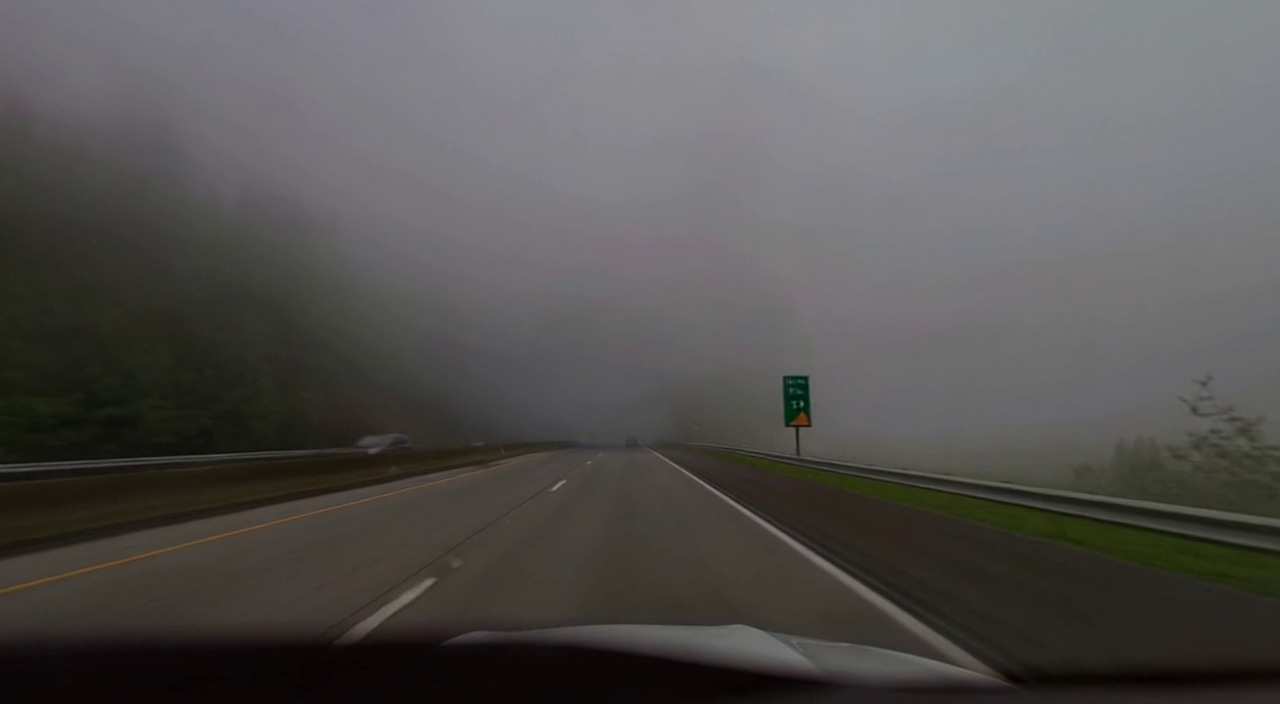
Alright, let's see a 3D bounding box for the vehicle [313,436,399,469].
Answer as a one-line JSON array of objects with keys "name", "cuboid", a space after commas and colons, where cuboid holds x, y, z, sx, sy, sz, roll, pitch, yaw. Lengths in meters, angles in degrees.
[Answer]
[{"name": "vehicle", "cuboid": [-13.306, 4.710, 29.873, 1.967, 1.441, 4.536, 0, -8, 0]}]
